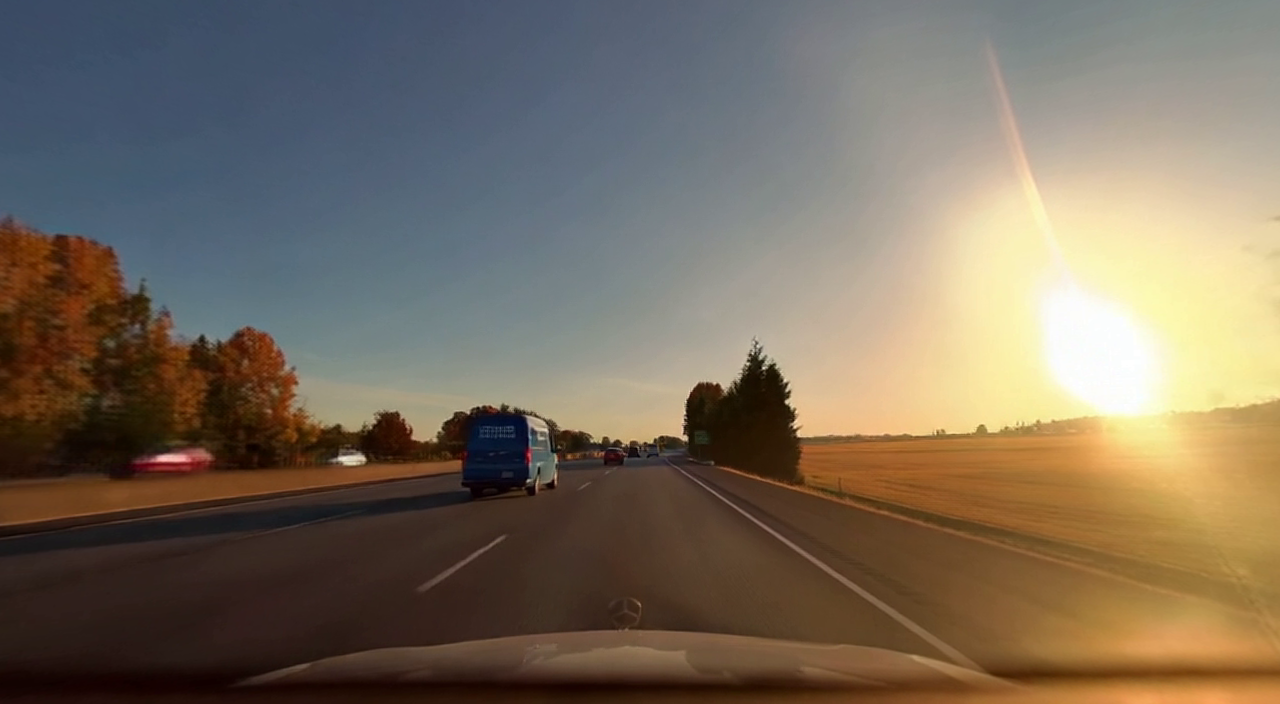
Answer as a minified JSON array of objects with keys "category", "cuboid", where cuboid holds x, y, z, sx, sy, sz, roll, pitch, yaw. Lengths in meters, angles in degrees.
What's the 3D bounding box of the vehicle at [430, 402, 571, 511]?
[{"category":"vehicle","cuboid":[-3.346,2.676,16.503,2.360,2.367,5.223,0,-9,1]}]
